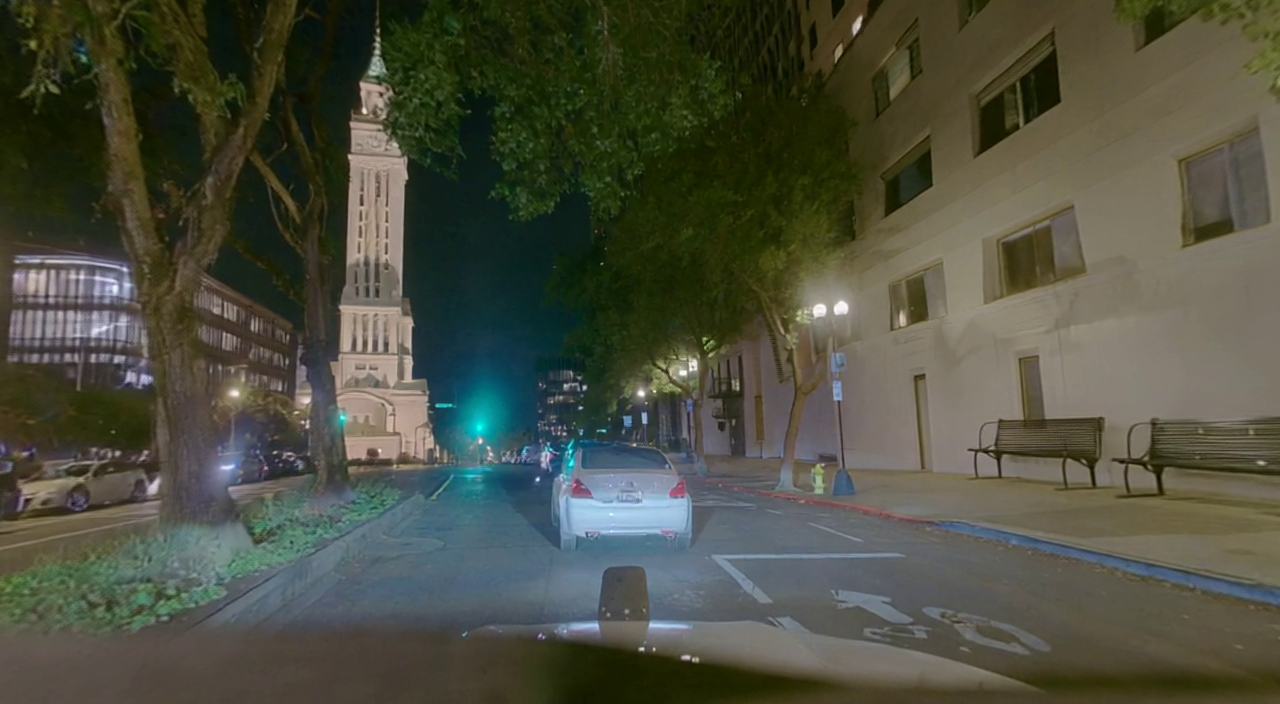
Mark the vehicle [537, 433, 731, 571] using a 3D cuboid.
[{"bbox_3d":[-0.253,1.939,9.008,2.142,1.475,4.051,1,-8,-6],"label":"vehicle"}]

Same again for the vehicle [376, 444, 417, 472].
[{"bbox_3d":[-16.941,7.331,43.973,2.155,1.802,4.520,2,-9,-15],"label":"vehicle"}]
